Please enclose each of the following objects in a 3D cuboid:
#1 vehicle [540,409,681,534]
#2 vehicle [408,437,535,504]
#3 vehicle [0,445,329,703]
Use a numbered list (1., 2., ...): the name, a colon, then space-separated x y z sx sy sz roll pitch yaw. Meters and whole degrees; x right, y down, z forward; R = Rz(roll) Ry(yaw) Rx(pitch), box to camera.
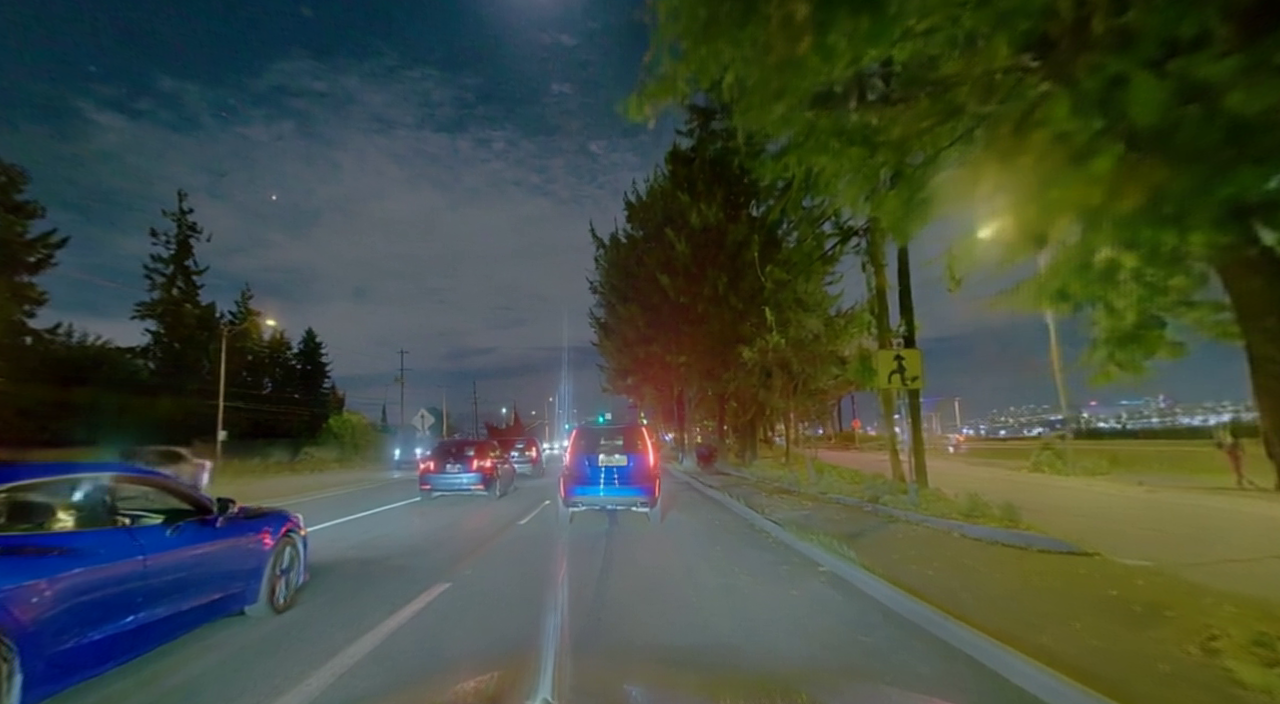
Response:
1. vehicle: -0.459 1.996 11.048 2.012 1.769 3.897 0 -8 -1
2. vehicle: -4.131 2.970 16.345 2.087 1.485 4.452 0 -8 0
3. vehicle: -3.737 1.171 3.405 1.865 1.314 4.461 0 -8 0
